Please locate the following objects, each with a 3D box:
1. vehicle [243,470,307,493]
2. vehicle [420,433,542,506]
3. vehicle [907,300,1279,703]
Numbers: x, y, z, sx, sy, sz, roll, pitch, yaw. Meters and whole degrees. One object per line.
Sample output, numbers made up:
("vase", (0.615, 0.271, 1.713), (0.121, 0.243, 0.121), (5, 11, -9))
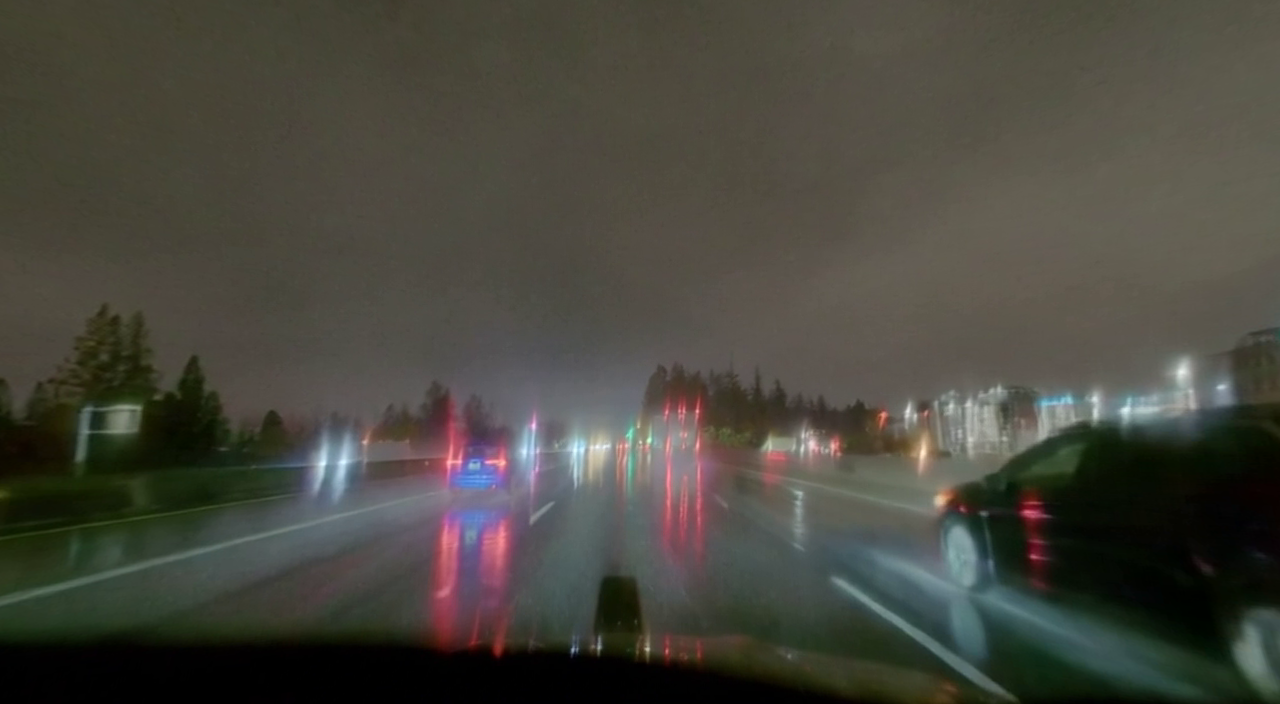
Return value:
("vehicle", (-25.533, 9.030, 44.369), (1.816, 1.274, 4.395), (0, -8, 1))
("vehicle", (-3.881, 2.951, 16.385), (1.903, 1.607, 4.770), (0, -8, 0))
("vehicle", (3.378, 0.823, 3.154), (2.065, 1.760, 4.488), (0, -8, -1))
